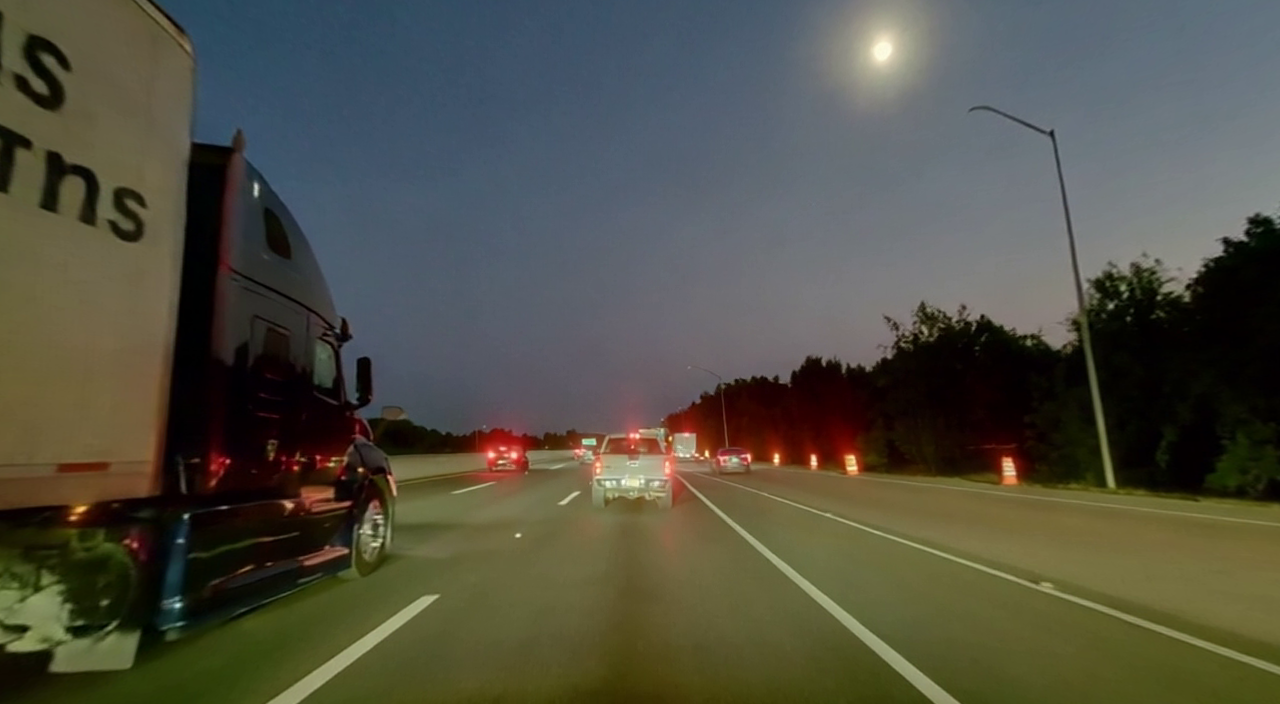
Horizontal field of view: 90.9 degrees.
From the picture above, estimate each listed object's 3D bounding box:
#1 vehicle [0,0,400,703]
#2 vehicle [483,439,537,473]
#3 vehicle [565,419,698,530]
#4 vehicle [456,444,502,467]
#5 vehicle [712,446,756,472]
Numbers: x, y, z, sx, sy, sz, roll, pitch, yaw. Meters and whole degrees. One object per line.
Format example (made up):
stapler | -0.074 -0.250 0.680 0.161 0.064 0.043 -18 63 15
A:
vehicle | -3.843 -0.109 1.556 2.990 3.885 8.243 0 -9 2
vehicle | -7.103 5.735 34.894 1.950 1.716 4.436 0 -9 1
vehicle | -0.141 2.284 12.254 2.152 1.779 3.924 0 -9 0
vehicle | -11.078 7.155 43.675 1.985 1.496 4.583 0 -9 0
vehicle | 5.688 6.533 38.667 1.918 1.479 4.571 0 -9 -1
